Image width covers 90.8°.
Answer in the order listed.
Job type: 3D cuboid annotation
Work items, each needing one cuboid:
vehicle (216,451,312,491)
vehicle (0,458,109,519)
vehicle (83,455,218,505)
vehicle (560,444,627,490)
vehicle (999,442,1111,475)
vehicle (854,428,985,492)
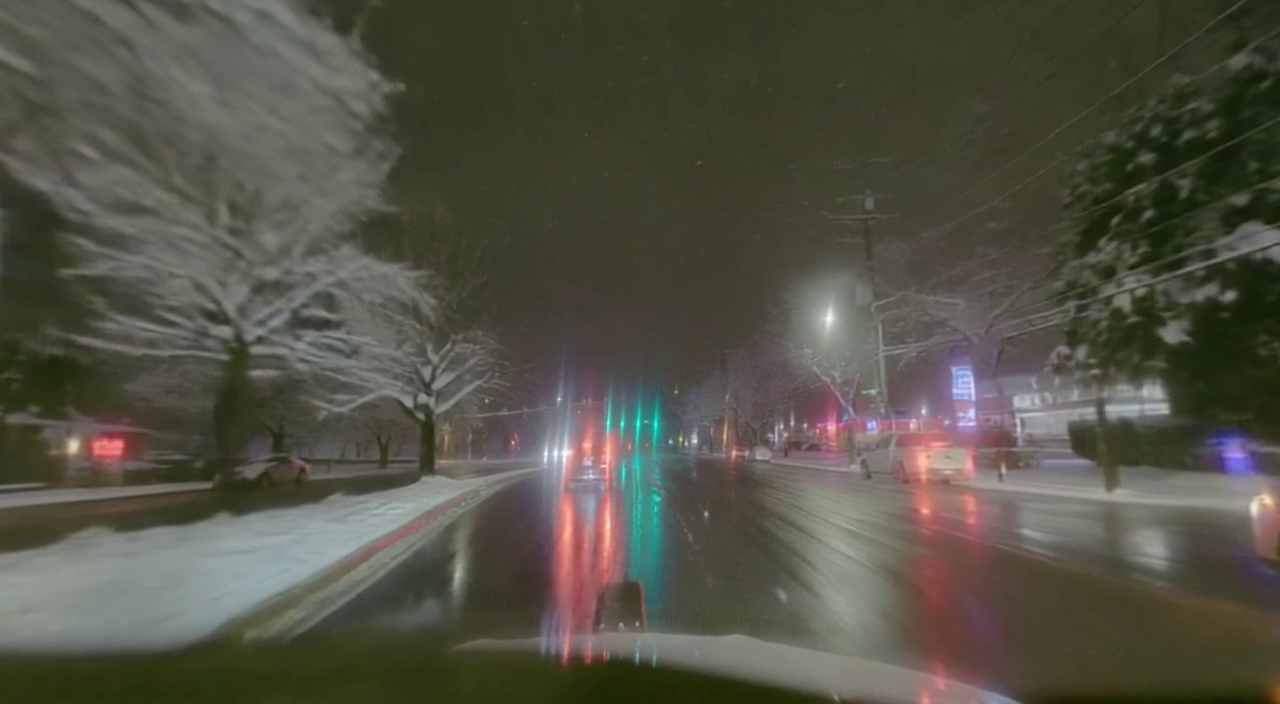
[{"bbox_3d":[-18.969,5.981,32.163,2.027,1.831,4.644,0,-9,-1],"label":"vehicle"},{"bbox_3d":[-19.049,4.127,19.125,1.896,1.620,4.542,-2,-8,1],"label":"vehicle"},{"bbox_3d":[-19.276,5.023,25.192,1.905,1.698,4.408,0,-9,-1],"label":"vehicle"},{"bbox_3d":[-1.647,4.034,22.554,2.185,1.473,3.925,0,-9,-4],"label":"vehicle"},{"bbox_3d":[19.568,5.010,29.889,4.212,1.436,1.919,-6,-10,34],"label":"vehicle"},{"bbox_3d":[10.312,4.049,24.020,2.266,2.118,5.742,0,-9,-1],"label":"vehicle"}]
